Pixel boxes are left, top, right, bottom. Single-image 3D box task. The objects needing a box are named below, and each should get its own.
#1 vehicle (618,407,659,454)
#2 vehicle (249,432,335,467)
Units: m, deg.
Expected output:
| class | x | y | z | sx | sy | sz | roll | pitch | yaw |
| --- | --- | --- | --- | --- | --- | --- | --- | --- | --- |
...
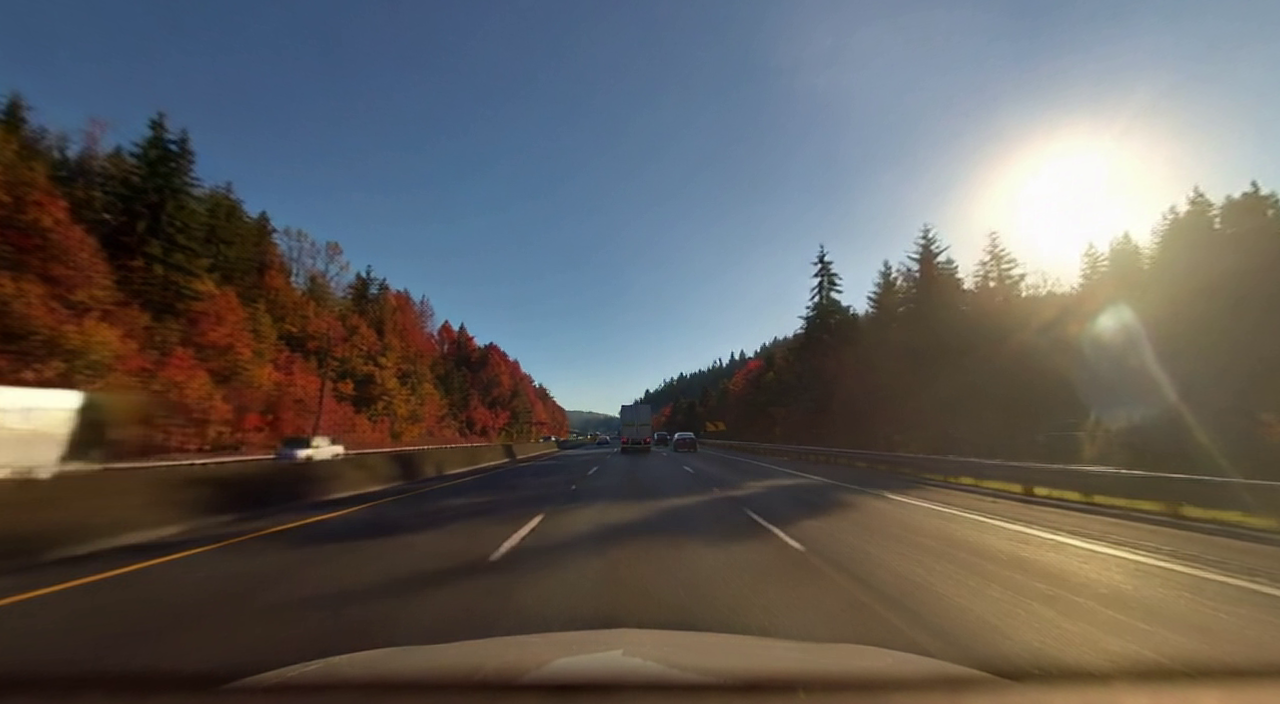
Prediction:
| class | x | y | z | sx | sy | sz | roll | pitch | yaw |
| --- | --- | --- | --- | --- | --- | --- | --- | --- | --- |
| vehicle | -0.210 | 5.416 | 43.282 | 2.631 | 2.957 | 6.512 | 0 | -8 | -2 |
| vehicle | -20.000 | 5.620 | 36.438 | 2.070 | 1.882 | 5.035 | 0 | -8 | 0 |
